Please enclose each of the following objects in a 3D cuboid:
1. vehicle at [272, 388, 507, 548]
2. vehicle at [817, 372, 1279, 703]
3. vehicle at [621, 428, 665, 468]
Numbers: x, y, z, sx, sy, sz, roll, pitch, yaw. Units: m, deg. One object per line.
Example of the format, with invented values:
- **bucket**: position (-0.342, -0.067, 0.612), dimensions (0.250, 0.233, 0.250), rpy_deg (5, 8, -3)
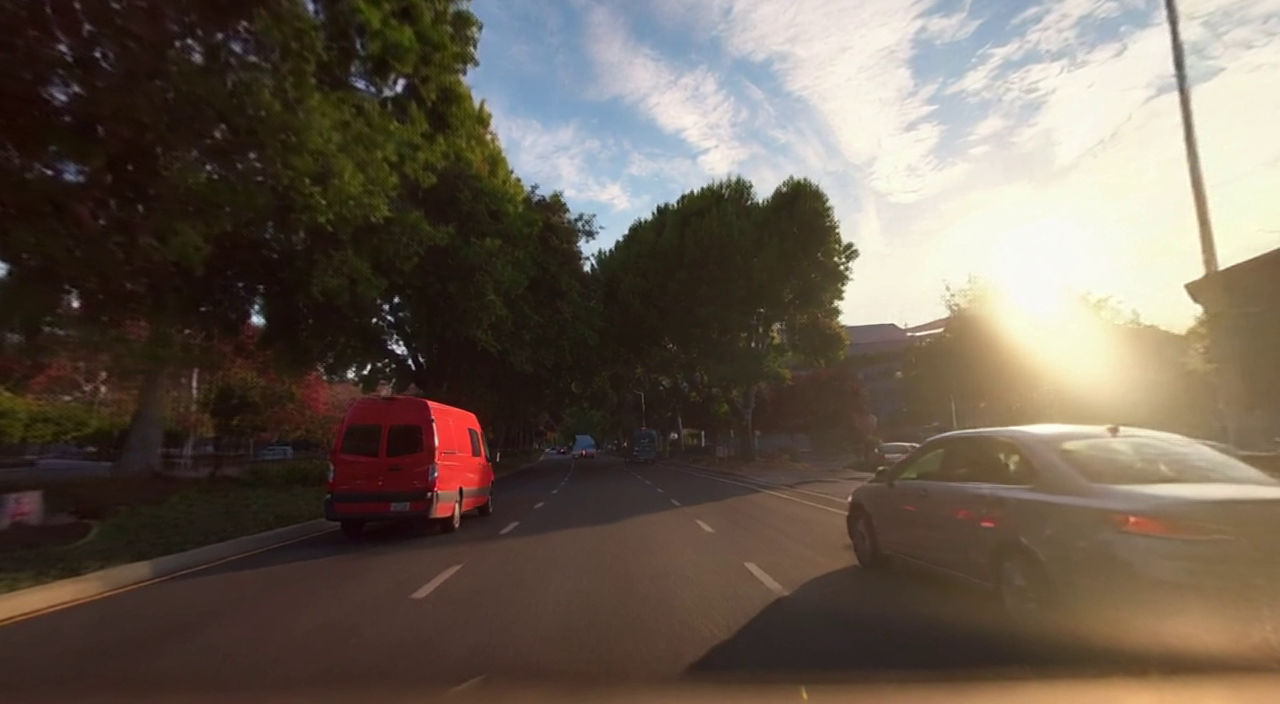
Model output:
- **vehicle**: position (-3.974, 1.958, 11.171), dimensions (2.420, 2.227, 4.499), rpy_deg (0, -9, -2)
- **vehicle**: position (3.252, 1.265, 5.163), dimensions (2.087, 1.658, 4.612), rpy_deg (0, -9, -2)
- **vehicle**: position (0.129, 6.675, 44.088), dimensions (2.397, 2.566, 5.324), rpy_deg (1, -9, -6)
